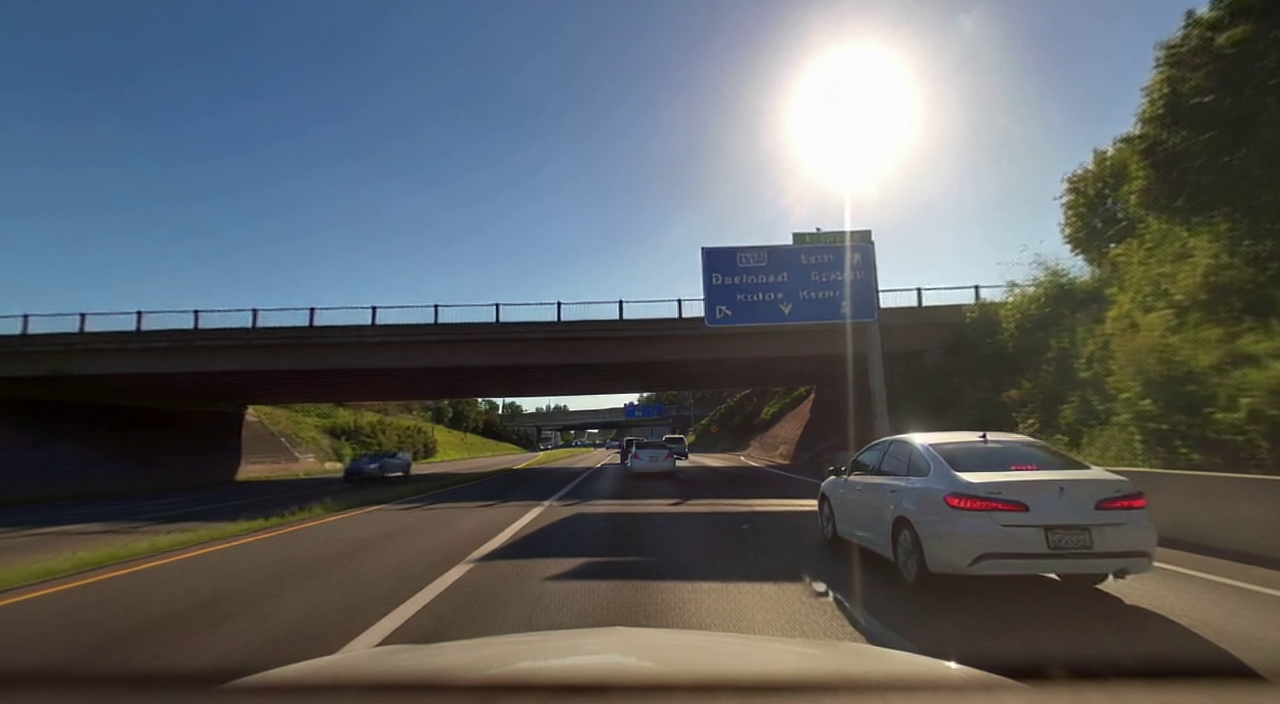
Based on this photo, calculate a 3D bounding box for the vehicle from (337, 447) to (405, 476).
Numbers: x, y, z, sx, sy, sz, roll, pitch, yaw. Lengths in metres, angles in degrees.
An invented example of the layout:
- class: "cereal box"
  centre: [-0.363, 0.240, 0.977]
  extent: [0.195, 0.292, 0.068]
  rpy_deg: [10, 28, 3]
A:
- class: "vehicle"
  centre: [-15.225, 6.204, 35.884]
  extent: [1.876, 1.450, 4.551]
  rpy_deg: [-1, -8, 0]

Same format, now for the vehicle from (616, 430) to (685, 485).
- class: "vehicle"
  centre: [0.236, 3.519, 21.358]
  extent: [2.092, 1.636, 4.024]
  rpy_deg: [0, -8, -2]
